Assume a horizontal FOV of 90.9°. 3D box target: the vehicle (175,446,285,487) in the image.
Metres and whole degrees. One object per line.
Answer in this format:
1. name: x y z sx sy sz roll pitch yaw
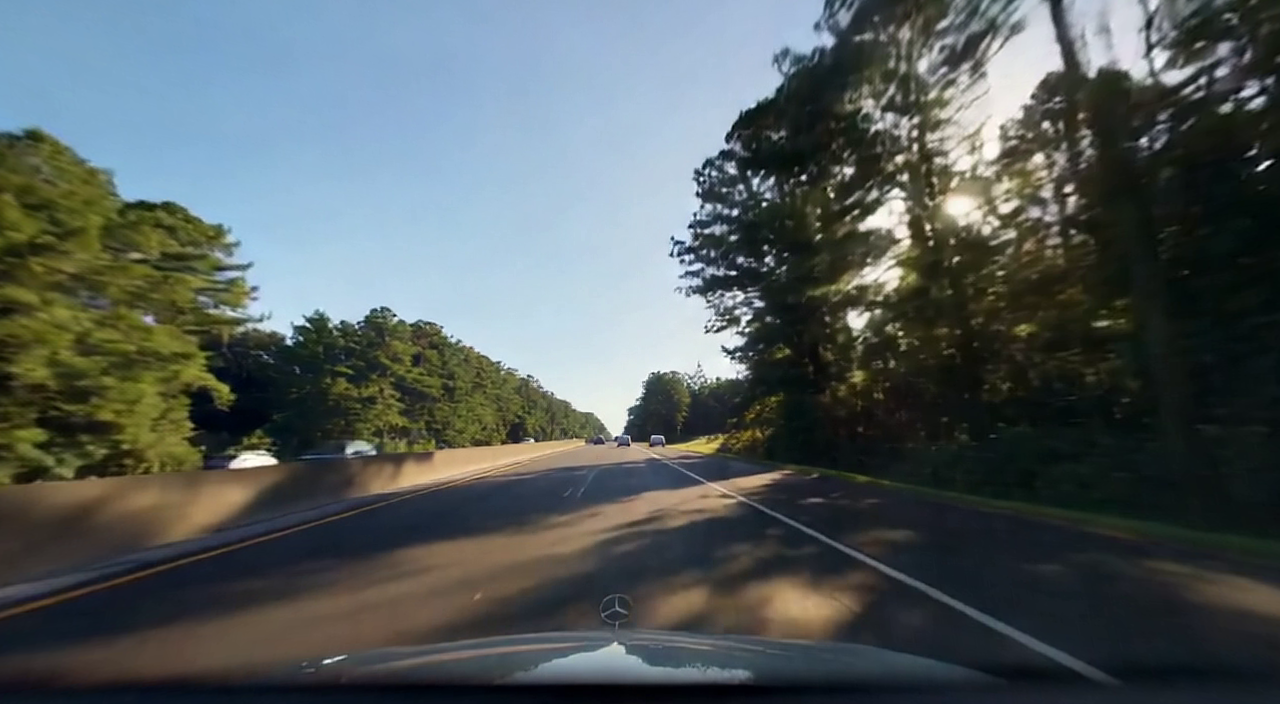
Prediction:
1. vehicle: -16.783 4.682 26.092 1.844 1.456 4.265 0 -8 -3

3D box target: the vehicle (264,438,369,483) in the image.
1. vehicle: -12.094 4.047 23.953 1.886 1.527 4.215 0 -8 -2
